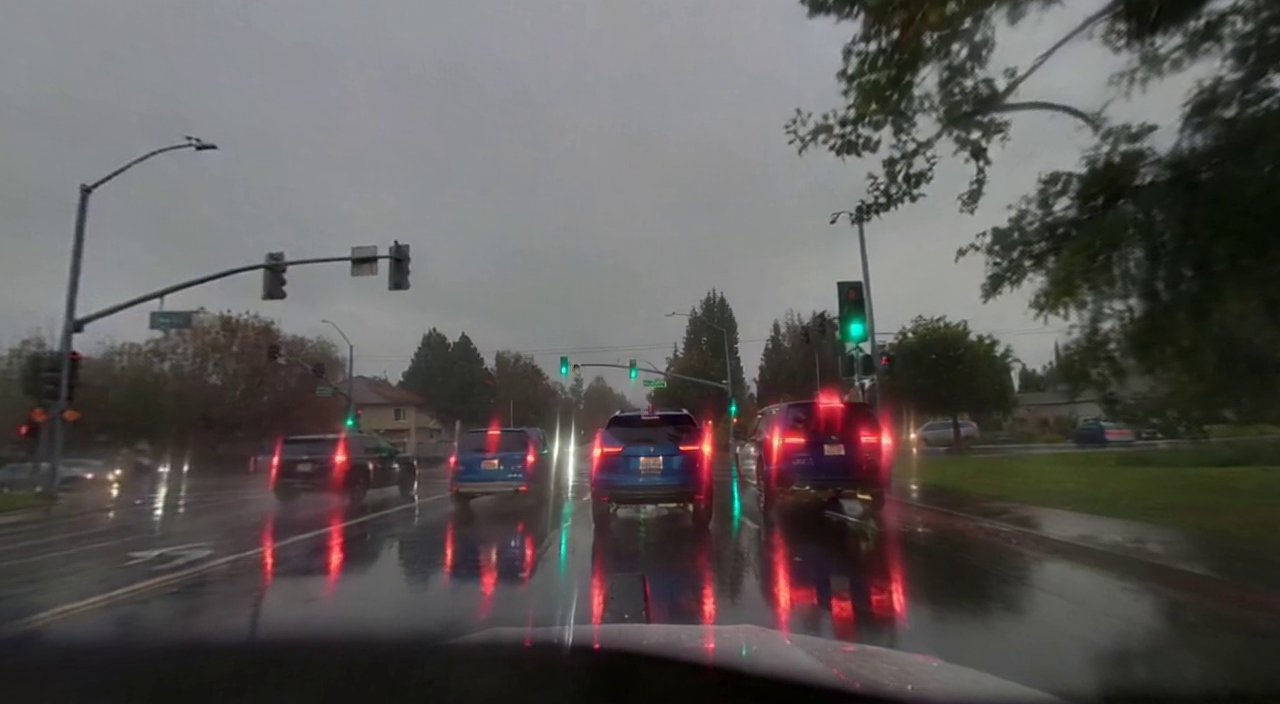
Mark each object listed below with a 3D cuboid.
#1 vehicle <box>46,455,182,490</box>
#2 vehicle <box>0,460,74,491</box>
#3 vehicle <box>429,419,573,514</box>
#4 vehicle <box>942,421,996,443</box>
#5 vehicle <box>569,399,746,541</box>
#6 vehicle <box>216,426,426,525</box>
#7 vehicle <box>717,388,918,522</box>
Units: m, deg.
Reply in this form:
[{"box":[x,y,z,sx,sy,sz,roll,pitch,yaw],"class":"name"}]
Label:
[{"box":[-24.004,5.502,28.882,4.383,1.456,1.999,0,-8,-1],"class":"vehicle"},{"box":[-32.087,6.266,32.095,4.554,1.449,1.949,-1,-8,0],"class":"vehicle"},{"box":[-2.735,2.388,13.608,2.058,1.659,4.514,-1,-8,0],"class":"vehicle"},{"box":[23.729,5.825,45.621,1.830,1.516,3.943,-1,-8,1],"class":"vehicle"},{"box":[0.202,1.801,10.169,2.235,1.778,4.178,0,-8,0],"class":"vehicle"},{"box":[-6.236,2.451,13.099,2.052,1.664,4.476,0,-8,-1],"class":"vehicle"},{"box":[3.118,2.021,12.730,2.338,2.063,5.672,0,-8,0],"class":"vehicle"}]
